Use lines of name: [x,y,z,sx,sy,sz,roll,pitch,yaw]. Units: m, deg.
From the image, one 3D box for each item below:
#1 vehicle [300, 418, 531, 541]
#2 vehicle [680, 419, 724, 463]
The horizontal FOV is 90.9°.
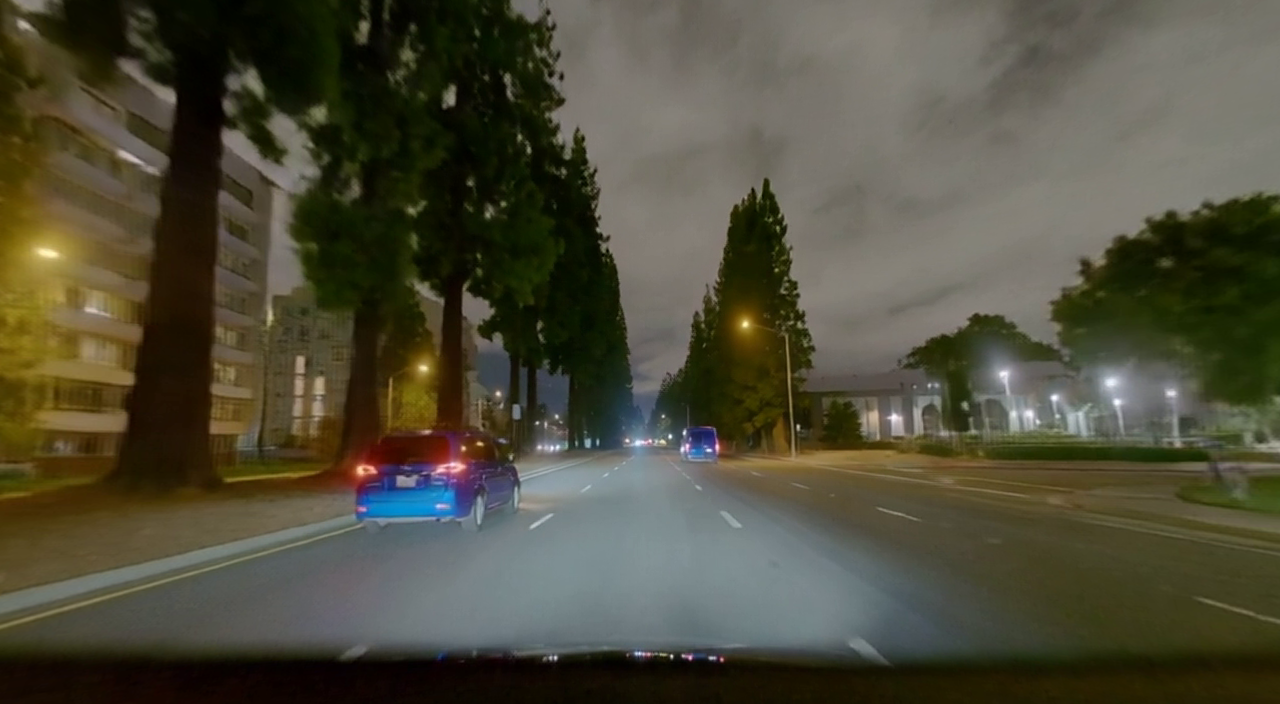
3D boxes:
vehicle: [-3.377,2.024,10.668,2.129,1.602,4.532,0,-8,2]
vehicle: [3.958,5.863,41.284,2.349,2.671,5.744,0,-8,0]
